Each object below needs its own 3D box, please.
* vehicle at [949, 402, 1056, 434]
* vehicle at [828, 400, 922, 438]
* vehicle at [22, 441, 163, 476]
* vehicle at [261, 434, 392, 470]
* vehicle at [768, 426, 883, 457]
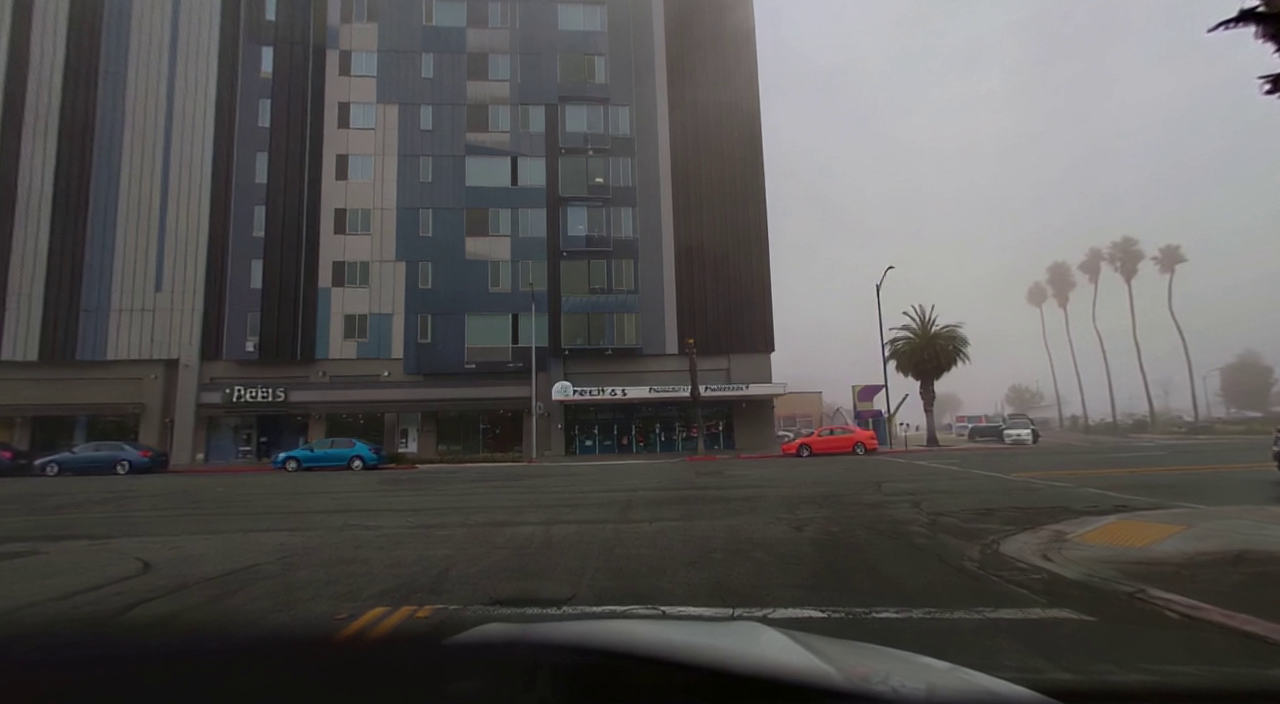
[{"bbox_3d":[28.569,5.238,49.983,7.026,2.329,2.545,1,-6,-4],"label":"vehicle"},{"bbox_3d":[16.075,4.614,43.416,5.524,2.504,2.196,0,-9,-3],"label":"vehicle"},{"bbox_3d":[-23.622,4.600,27.399,4.321,1.430,1.775,0,-9,-2],"label":"vehicle"},{"bbox_3d":[-13.941,4.466,28.259,4.857,1.497,1.811,0,-9,2],"label":"vehicle"},{"bbox_3d":[8.621,4.201,29.586,4.782,1.371,1.763,1,-9,-6],"label":"vehicle"}]
